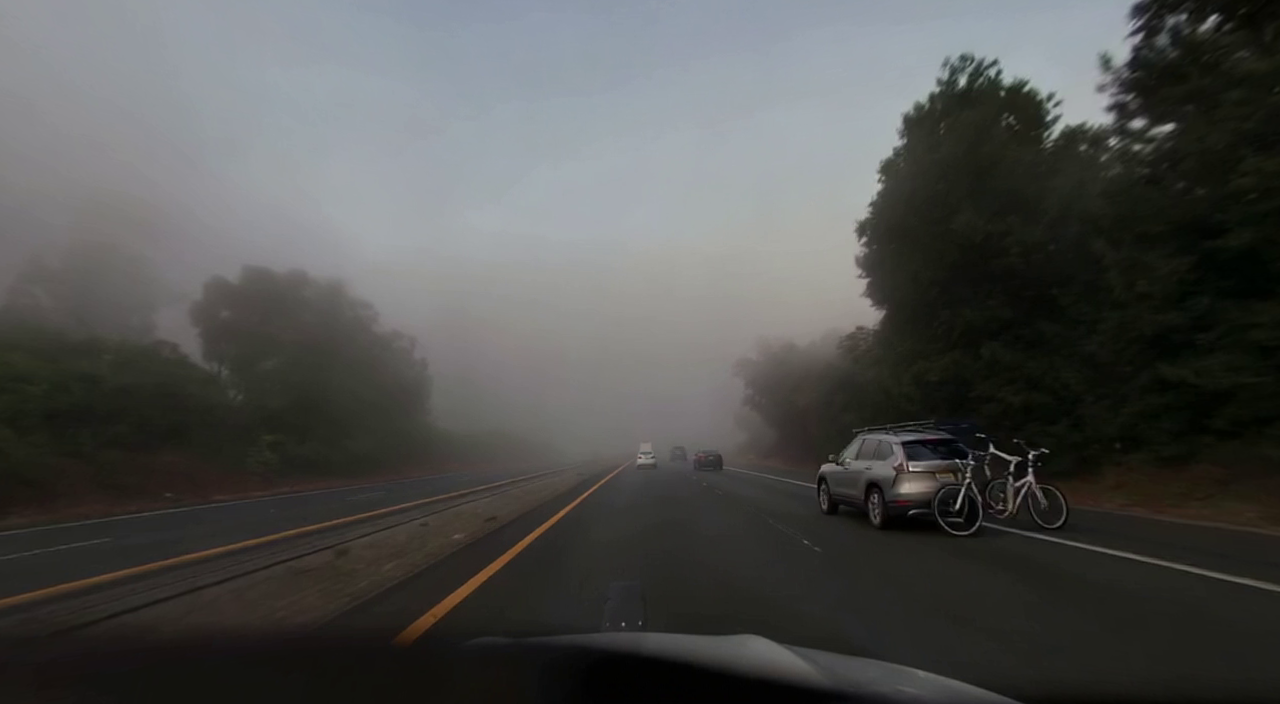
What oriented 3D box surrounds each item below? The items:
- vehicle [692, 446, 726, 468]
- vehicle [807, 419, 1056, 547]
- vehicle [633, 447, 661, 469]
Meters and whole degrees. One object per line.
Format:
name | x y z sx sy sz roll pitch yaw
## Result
vehicle | 4.948 7.632 45.846 1.964 1.513 3.707 0 -9 -1
vehicle | 4.248 1.983 10.111 1.978 1.604 4.128 0 -9 0
vehicle | 0.469 7.783 46.386 1.991 1.459 3.769 0 -9 0
